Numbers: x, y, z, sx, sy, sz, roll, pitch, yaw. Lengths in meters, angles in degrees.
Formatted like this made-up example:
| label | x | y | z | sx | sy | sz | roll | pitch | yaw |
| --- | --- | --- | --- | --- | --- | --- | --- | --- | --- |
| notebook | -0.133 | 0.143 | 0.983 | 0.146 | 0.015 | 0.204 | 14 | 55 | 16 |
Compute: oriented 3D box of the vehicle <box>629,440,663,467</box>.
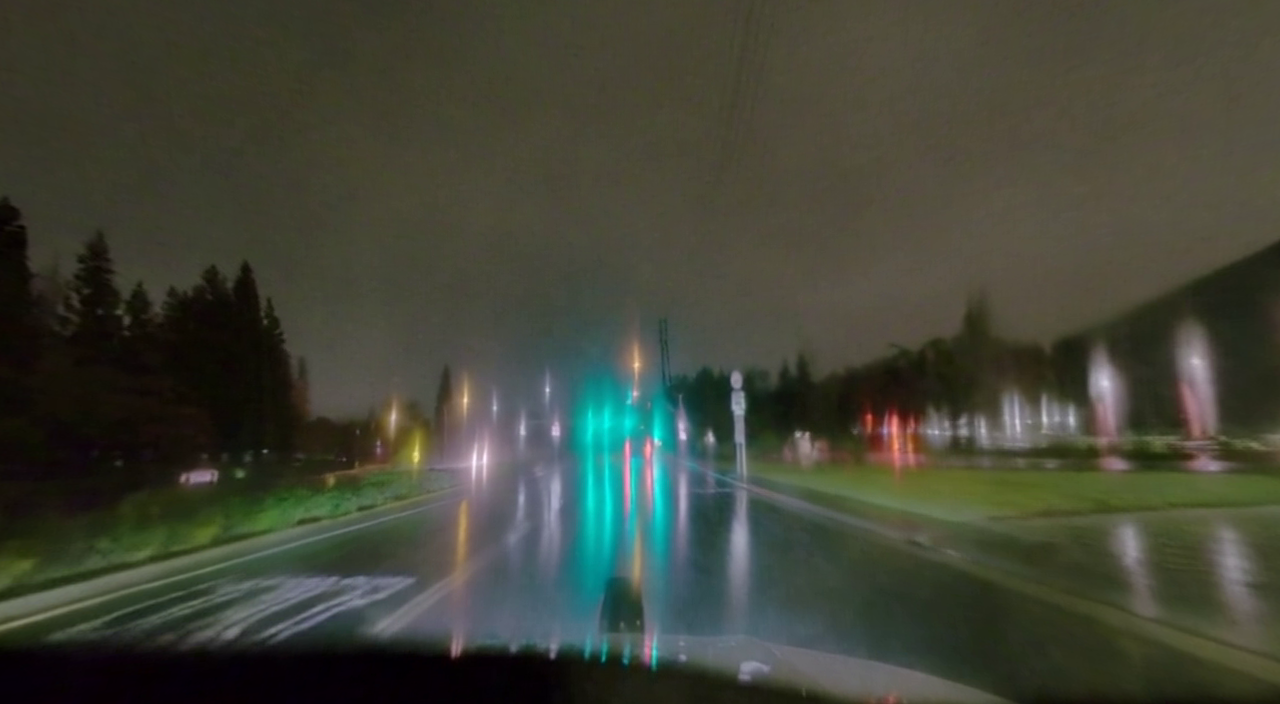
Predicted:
| label | x | y | z | sx | sy | sz | roll | pitch | yaw |
| --- | --- | --- | --- | --- | --- | --- | --- | --- | --- |
| vehicle | 0.360 | 6.510 | 40.612 | 2.045 | 1.613 | 4.210 | 0 | -8 | 0 |

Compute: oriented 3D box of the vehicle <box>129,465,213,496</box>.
| label | x | y | z | sx | sy | sz | roll | pitch | yaw |
| --- | --- | --- | --- | --- | --- | --- | --- | --- | --- |
| vehicle | -29.664 | 8.106 | 40.181 | 1.949 | 1.702 | 4.593 | 0 | -8 | -3 |
